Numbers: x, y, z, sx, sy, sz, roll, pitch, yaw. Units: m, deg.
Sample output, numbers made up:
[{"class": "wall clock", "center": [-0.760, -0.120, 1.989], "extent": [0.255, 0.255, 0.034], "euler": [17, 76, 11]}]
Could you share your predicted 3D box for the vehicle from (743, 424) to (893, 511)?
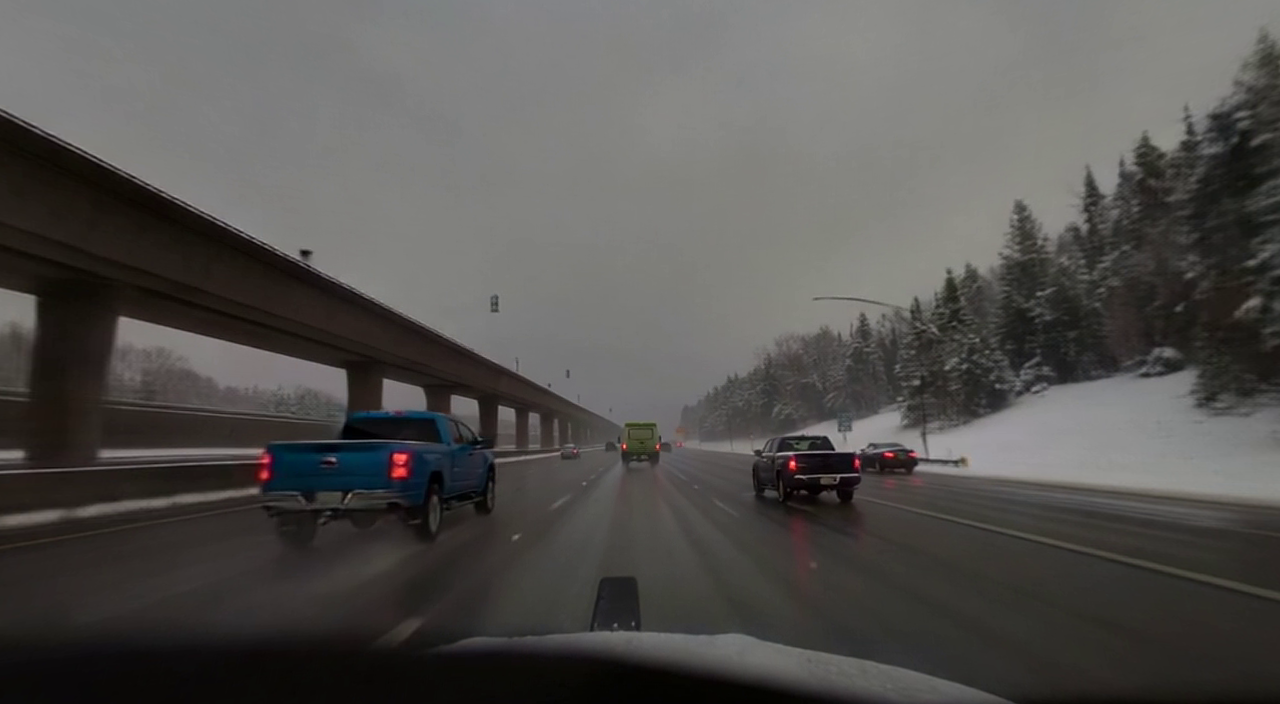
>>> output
[{"class": "vehicle", "center": [3.787, 2.547, 14.296], "extent": [2.119, 1.653, 4.000], "euler": [0, -9, -2]}]

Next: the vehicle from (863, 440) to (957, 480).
[{"class": "vehicle", "center": [11.060, 4.451, 26.264], "extent": [1.961, 1.480, 4.331], "euler": [0, -9, -1]}]

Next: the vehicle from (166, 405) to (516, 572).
[{"class": "vehicle", "center": [-3.584, 1.800, 9.099], "extent": [2.535, 1.715, 5.030], "euler": [0, -9, 0]}]

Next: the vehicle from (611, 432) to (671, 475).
[{"class": "vehicle", "center": [0.051, 4.821, 30.199], "extent": [2.572, 1.837, 5.693], "euler": [0, -9, 0]}]
